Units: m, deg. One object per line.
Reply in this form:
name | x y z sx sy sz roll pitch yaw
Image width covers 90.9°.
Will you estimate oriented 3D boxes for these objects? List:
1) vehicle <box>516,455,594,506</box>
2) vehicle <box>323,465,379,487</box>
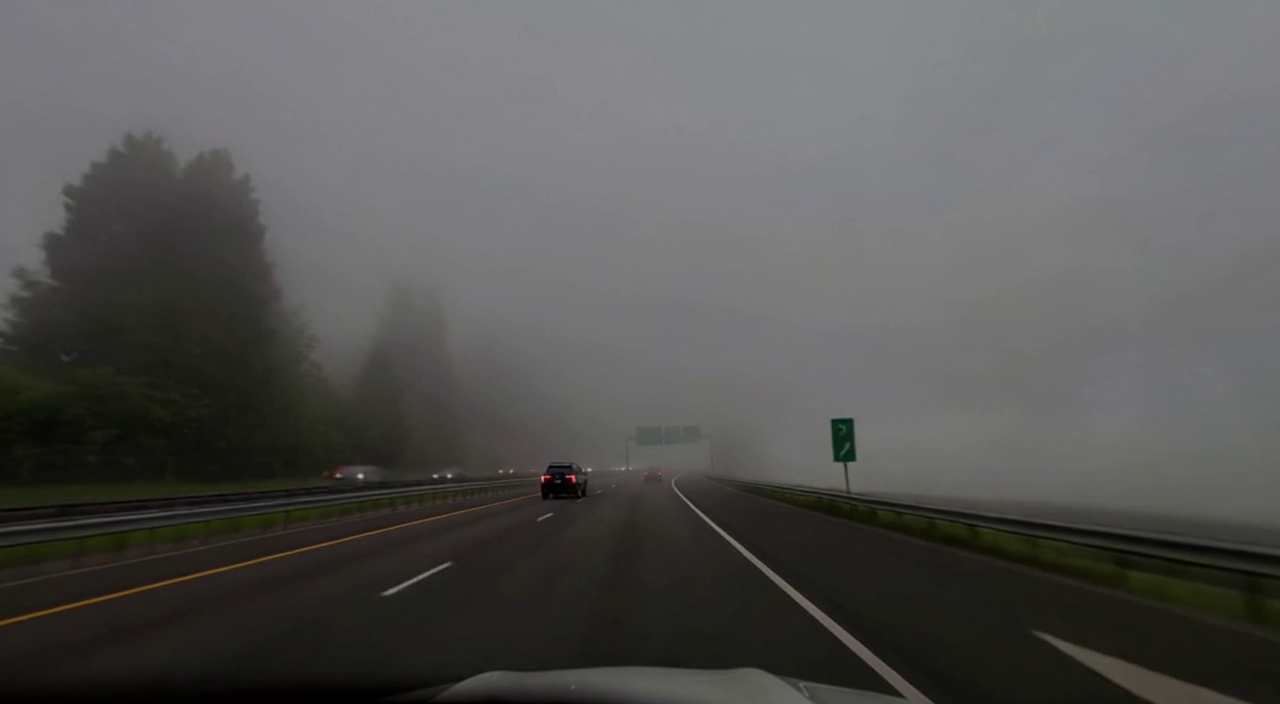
vehicle | -2.953 4.622 22.869 2.000 1.594 3.996 1 -11 4
vehicle | -21.276 9.152 46.594 1.887 1.539 4.225 1 -10 3
